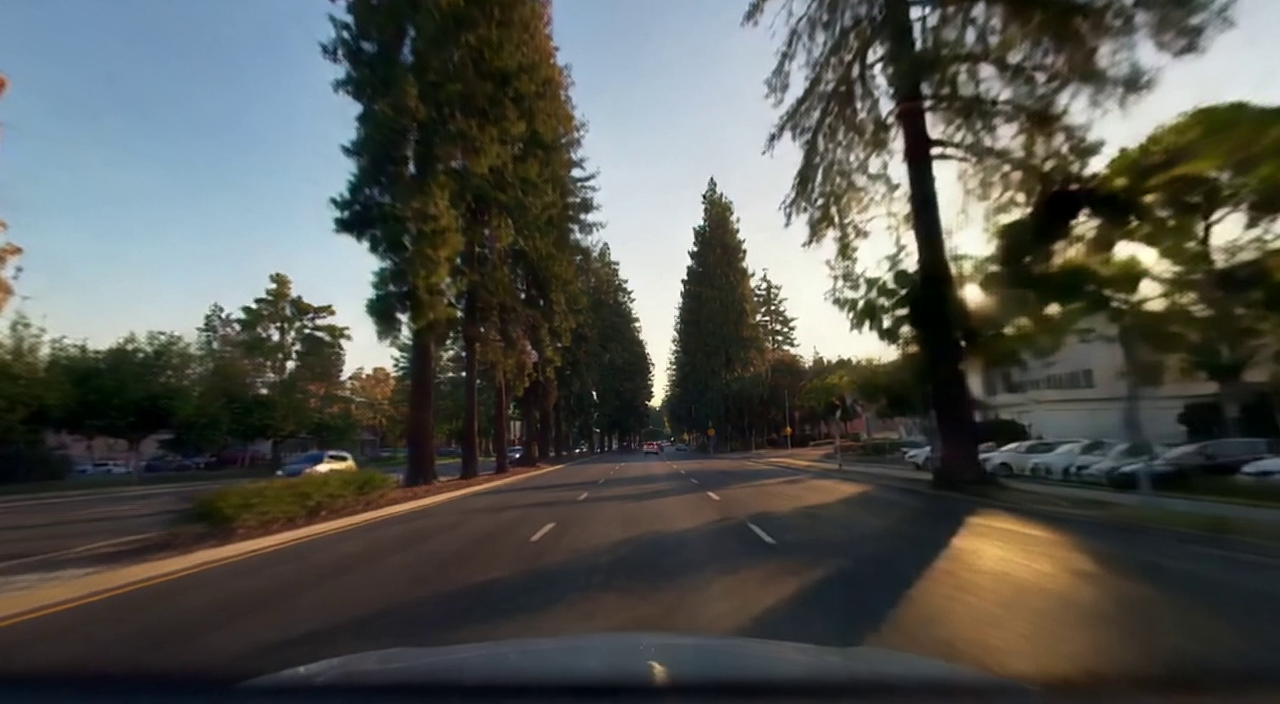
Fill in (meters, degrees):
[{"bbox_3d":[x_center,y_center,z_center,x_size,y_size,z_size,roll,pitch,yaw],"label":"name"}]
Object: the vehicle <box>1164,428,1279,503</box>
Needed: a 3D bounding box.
[{"bbox_3d":[15.377,2.635,14.791,4.350,1.631,1.954,0,-8,0],"label":"vehicle"}]
